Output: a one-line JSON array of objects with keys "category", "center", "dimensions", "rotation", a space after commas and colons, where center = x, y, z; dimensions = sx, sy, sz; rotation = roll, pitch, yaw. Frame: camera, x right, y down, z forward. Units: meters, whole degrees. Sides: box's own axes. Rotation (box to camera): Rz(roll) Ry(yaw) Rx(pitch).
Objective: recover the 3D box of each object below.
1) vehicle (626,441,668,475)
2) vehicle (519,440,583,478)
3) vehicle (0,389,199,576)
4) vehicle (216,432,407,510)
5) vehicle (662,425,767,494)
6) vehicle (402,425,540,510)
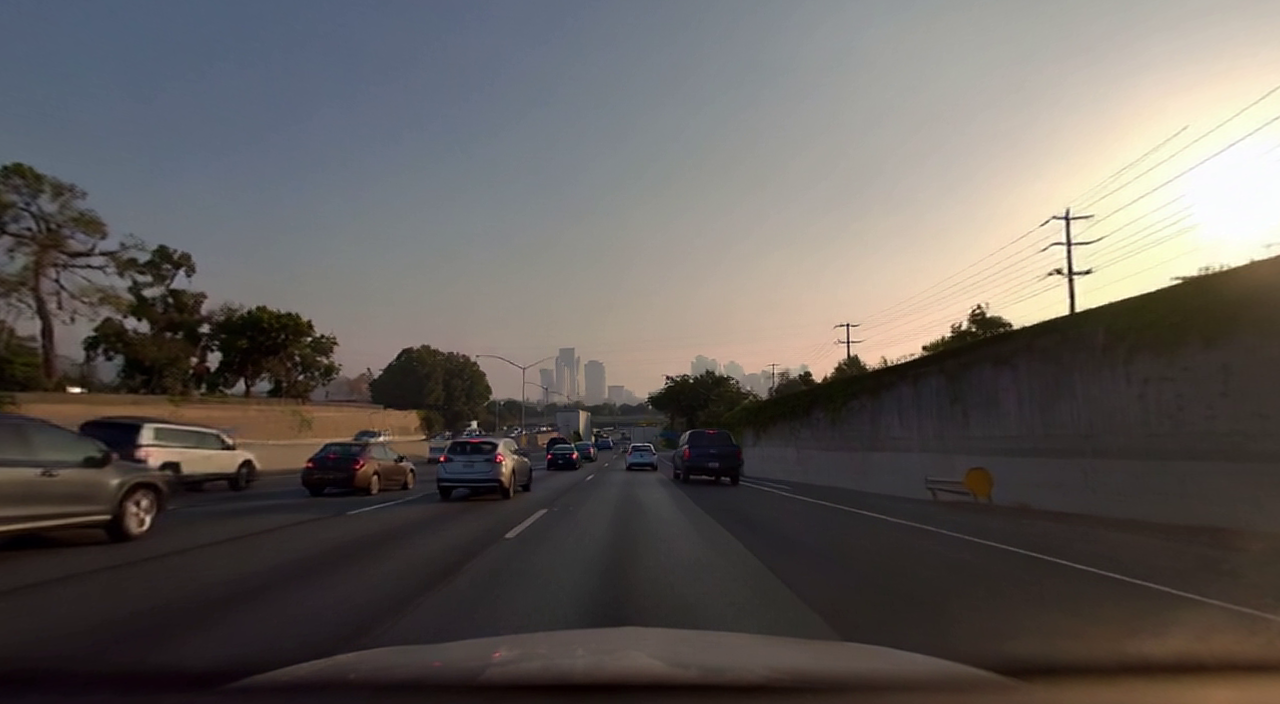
[{"category": "vehicle", "center": [0.337, 5.544, 33.258], "dimensions": [2.092, 1.671, 3.889], "rotation": [0, -8, -1]}, {"category": "vehicle", "center": [-3.798, 4.658, 27.822], "dimensions": [2.049, 1.530, 4.707], "rotation": [0, -8, 1]}, {"category": "vehicle", "center": [-7.407, 1.337, 6.558], "dimensions": [2.222, 1.825, 4.640], "rotation": [0, -8, 1]}, {"category": "vehicle", "center": [-7.391, 2.704, 14.893], "dimensions": [1.985, 1.529, 4.710], "rotation": [0, -8, 0]}, {"category": "vehicle", "center": [2.417, 3.748, 22.485], "dimensions": [2.793, 2.132, 5.682], "rotation": [0, -8, -3]}, {"category": "vehicle", "center": [-3.800, 2.692, 15.151], "dimensions": [2.026, 1.719, 4.490], "rotation": [0, -8, 1]}]
